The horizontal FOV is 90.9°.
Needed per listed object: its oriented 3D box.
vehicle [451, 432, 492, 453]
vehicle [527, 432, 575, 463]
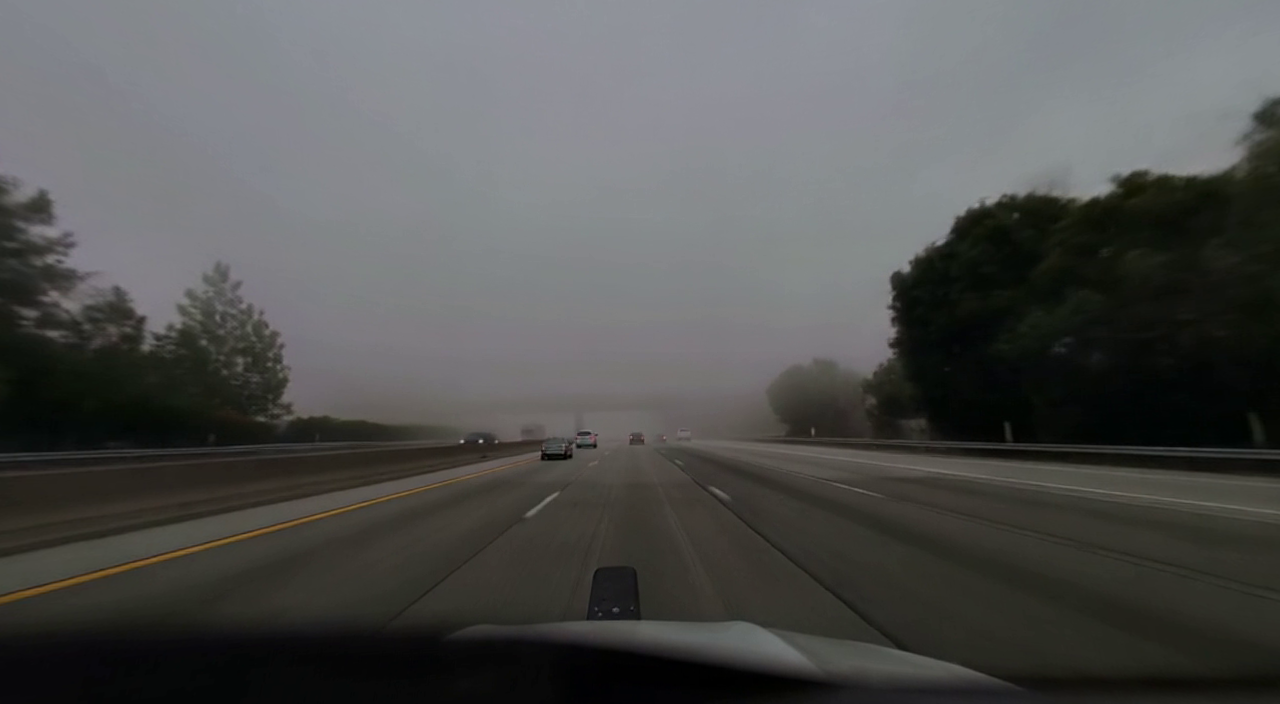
[{"bbox_3d":[-13.292,7.138,49.979,1.994,1.594,4.817,0,-8,0],"label":"vehicle"},{"bbox_3d":[-4.476,4.856,32.237,1.933,1.473,4.023,0,-8,-1],"label":"vehicle"}]
